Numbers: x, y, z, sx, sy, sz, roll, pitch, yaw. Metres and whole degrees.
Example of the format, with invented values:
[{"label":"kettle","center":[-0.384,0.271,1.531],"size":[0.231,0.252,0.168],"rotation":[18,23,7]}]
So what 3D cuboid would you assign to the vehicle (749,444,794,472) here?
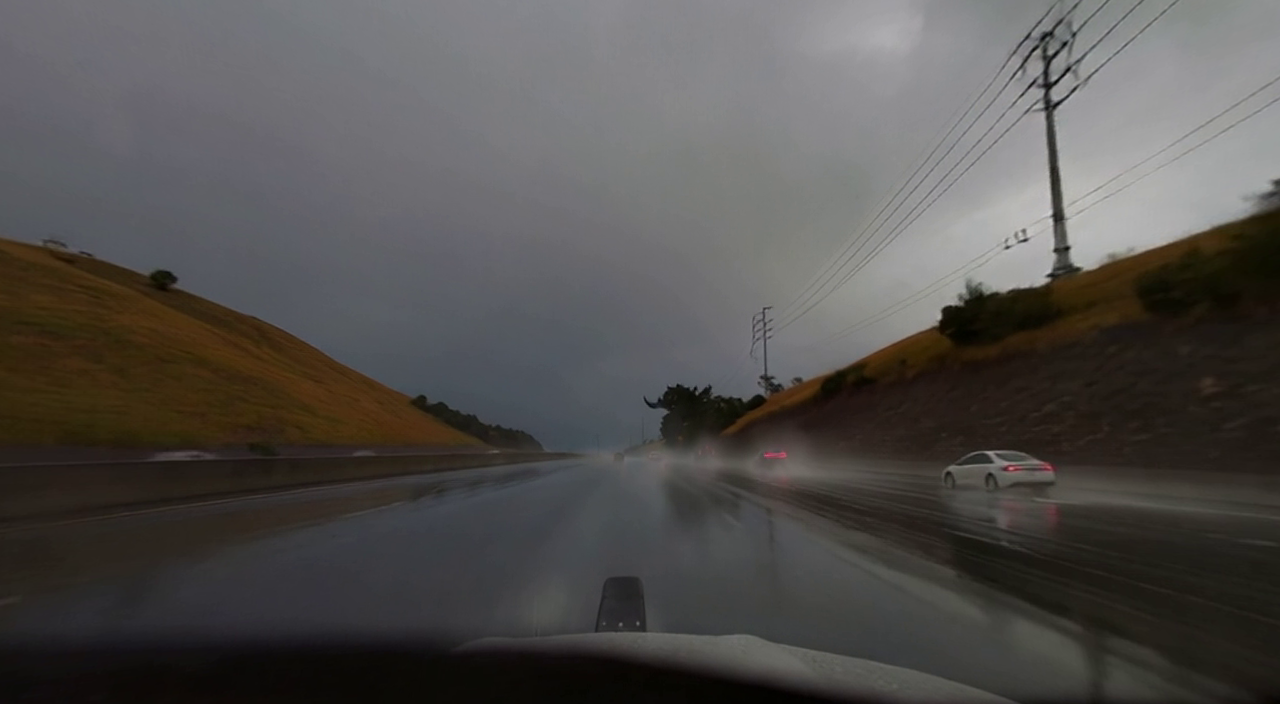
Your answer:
[{"label":"vehicle","center":[9.135,7.373,44.072],"size":[2.108,1.870,4.435],"rotation":[0,-8,-1]}]

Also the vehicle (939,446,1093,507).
[{"label":"vehicle","center":[10.223,3.373,17.514],"size":[1.884,1.486,3.770],"rotation":[0,-8,-1]}]
